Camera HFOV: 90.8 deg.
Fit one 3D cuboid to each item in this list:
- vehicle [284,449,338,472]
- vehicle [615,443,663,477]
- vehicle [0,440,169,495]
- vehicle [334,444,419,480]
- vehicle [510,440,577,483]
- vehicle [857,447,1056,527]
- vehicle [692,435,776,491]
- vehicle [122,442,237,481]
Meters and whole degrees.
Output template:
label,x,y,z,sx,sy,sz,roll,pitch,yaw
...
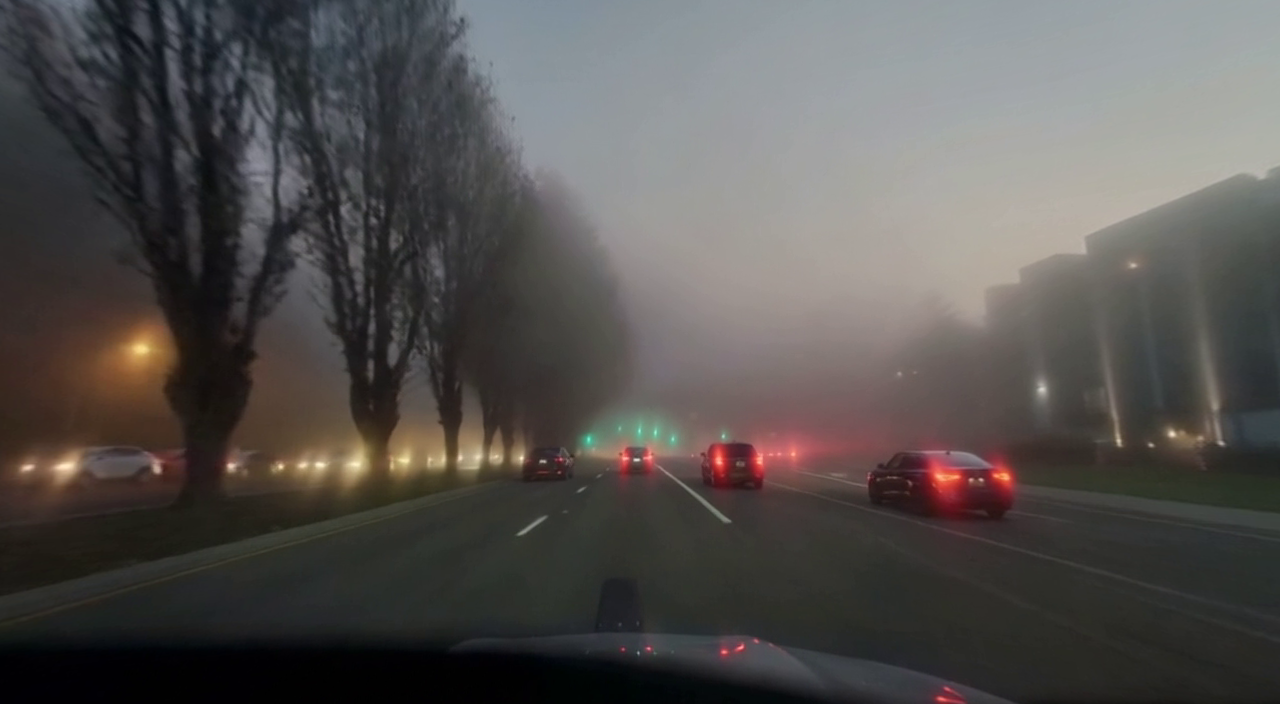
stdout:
label,x,y,z,sx,sy,sz,roll,pitch,yaw
vehicle,-22.627,7.442,43.574,1.766,1.491,3.678,0,-8,0
vehicle,-0.107,5.172,30.515,2.155,1.486,4.403,0,-8,-1
vehicle,-19.009,3.883,21.703,2.186,1.676,4.444,0,-8,-1
vehicle,-12.508,5.218,30.397,2.043,1.571,4.946,0,-8,-1
vehicle,-3.985,4.579,26.817,2.172,1.671,4.175,0,-8,0
vehicle,6.523,2.782,13.700,1.945,1.408,4.288,0,-8,-2
vehicle,3.127,3.803,22.050,2.161,1.716,4.194,0,-8,-2
vehicle,-22.489,5.334,31.136,2.005,1.761,4.824,0,-8,0
